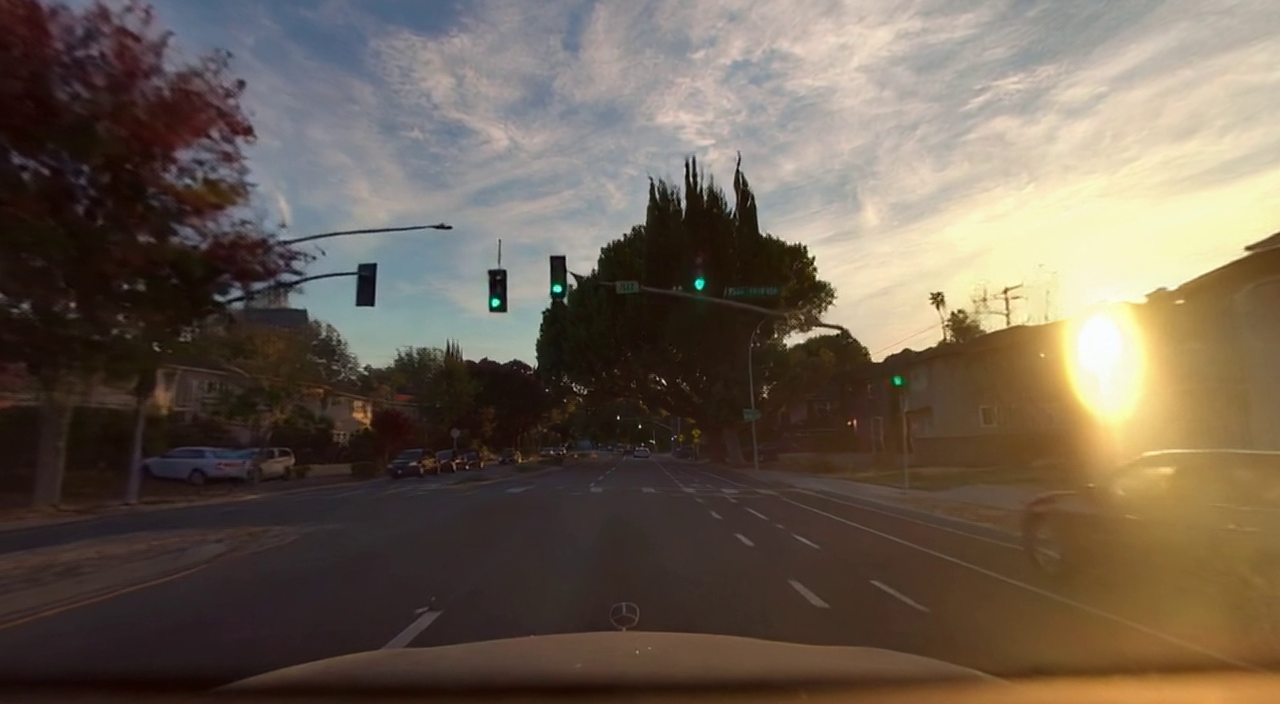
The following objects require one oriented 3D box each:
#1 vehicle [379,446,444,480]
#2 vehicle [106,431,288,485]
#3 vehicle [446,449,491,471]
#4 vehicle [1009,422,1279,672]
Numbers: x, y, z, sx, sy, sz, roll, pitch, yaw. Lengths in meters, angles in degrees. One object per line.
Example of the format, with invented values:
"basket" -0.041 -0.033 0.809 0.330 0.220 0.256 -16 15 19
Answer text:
"vehicle" -12.120 5.917 33.711 1.932 1.673 4.314 -1 -10 -1
"vehicle" -17.933 4.347 25.697 5.656 1.999 2.307 -1 -10 2
"vehicle" -12.145 7.709 44.956 1.888 1.477 4.629 -1 -10 0
"vehicle" 5.237 1.416 4.954 1.979 1.637 4.321 0 -9 0
